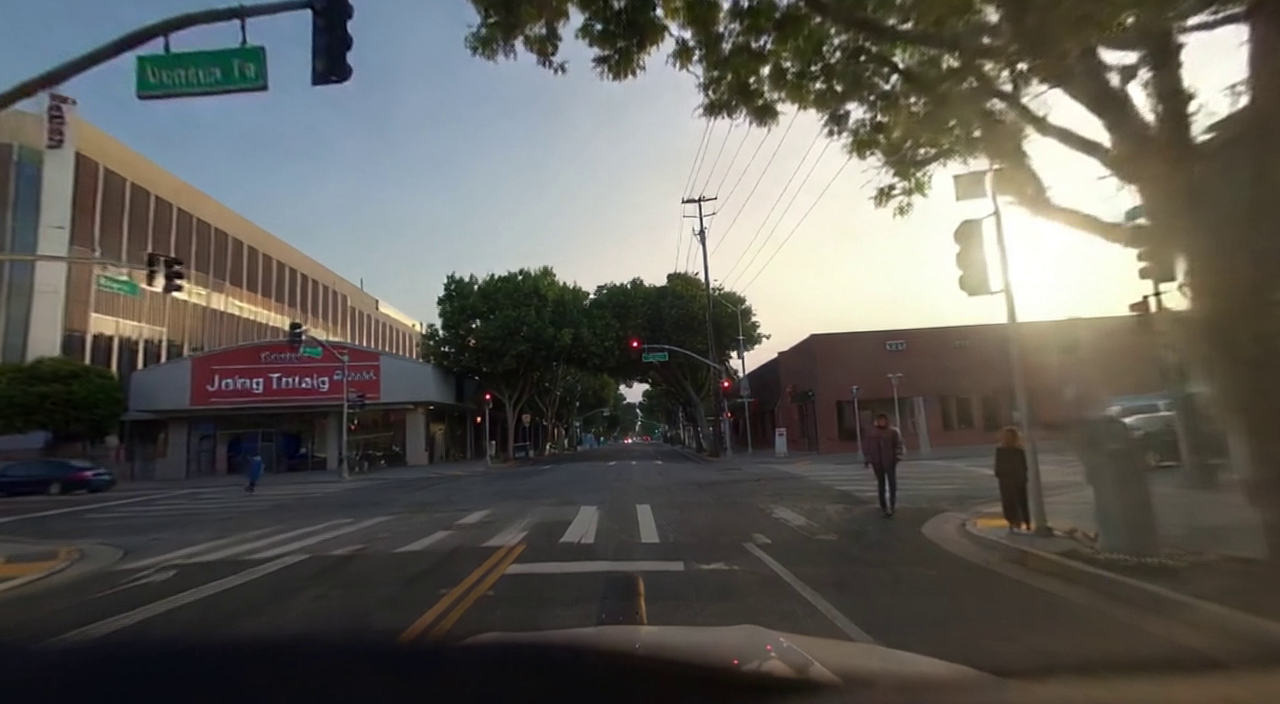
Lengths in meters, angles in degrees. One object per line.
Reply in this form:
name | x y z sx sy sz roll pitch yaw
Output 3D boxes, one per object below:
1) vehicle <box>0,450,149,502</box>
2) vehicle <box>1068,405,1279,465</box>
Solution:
vehicle | -19.479 4.120 21.060 4.624 1.478 2.118 -4 -9 5
vehicle | 14.514 2.246 16.977 4.632 1.484 1.907 0 -8 -2
